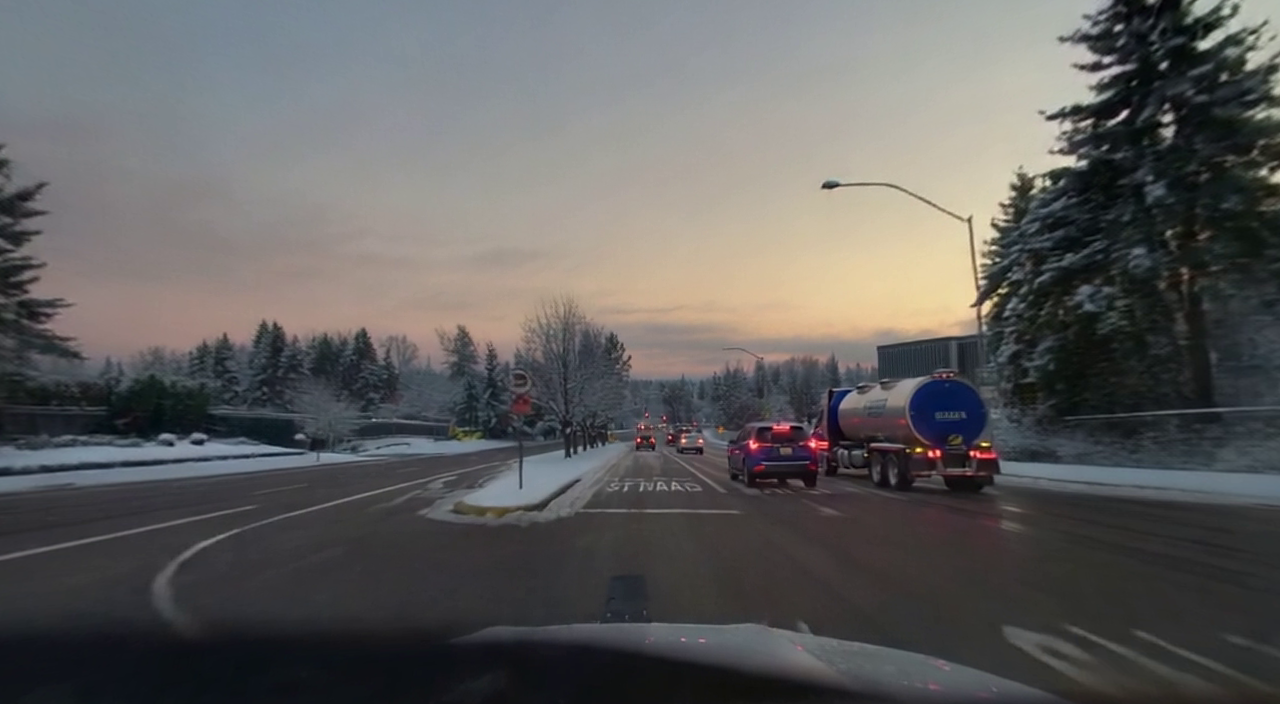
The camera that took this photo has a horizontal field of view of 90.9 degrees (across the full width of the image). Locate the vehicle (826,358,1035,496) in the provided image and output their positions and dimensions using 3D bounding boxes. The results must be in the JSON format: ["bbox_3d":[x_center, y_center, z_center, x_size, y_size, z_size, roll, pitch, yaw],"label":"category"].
[{"bbox_3d":[7.740,2.175,17.970,2.849,3.207,6.275,-1,-8,0],"label":"vehicle"}]

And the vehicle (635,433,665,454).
[{"bbox_3d":[0.728,7.068,48.793,2.148,1.488,4.002,-1,-8,-1],"label":"vehicle"}]

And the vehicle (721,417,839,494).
[{"bbox_3d":[3.507,2.683,16.752,2.045,1.729,4.532,-1,-8,0],"label":"vehicle"}]
